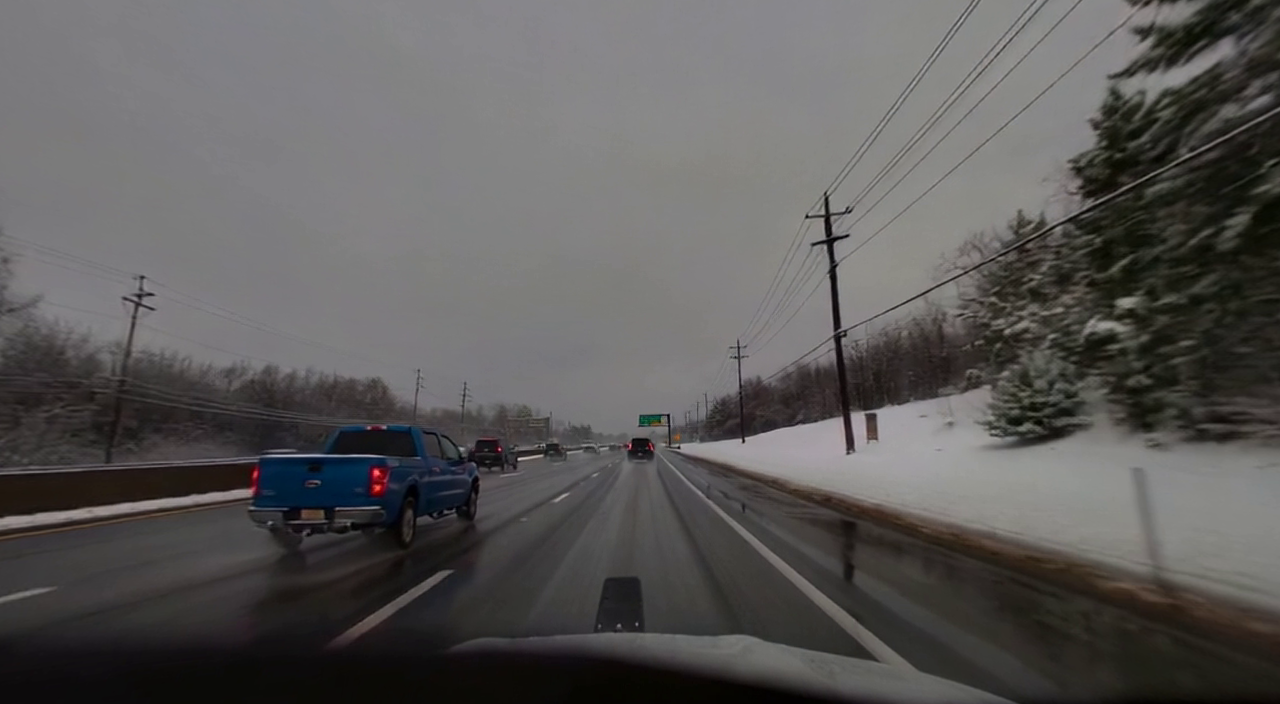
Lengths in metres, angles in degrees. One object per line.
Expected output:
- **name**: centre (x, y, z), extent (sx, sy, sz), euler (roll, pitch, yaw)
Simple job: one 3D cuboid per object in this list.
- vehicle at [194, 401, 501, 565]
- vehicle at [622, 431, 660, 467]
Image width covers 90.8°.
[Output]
- **vehicle**: centre (-3.833, 1.852, 9.724), extent (2.204, 1.812, 5.289), euler (0, -9, 0)
- **vehicle**: centre (0.054, 6.307, 41.175), extent (2.358, 2.144, 4.713), euler (0, -9, -1)
